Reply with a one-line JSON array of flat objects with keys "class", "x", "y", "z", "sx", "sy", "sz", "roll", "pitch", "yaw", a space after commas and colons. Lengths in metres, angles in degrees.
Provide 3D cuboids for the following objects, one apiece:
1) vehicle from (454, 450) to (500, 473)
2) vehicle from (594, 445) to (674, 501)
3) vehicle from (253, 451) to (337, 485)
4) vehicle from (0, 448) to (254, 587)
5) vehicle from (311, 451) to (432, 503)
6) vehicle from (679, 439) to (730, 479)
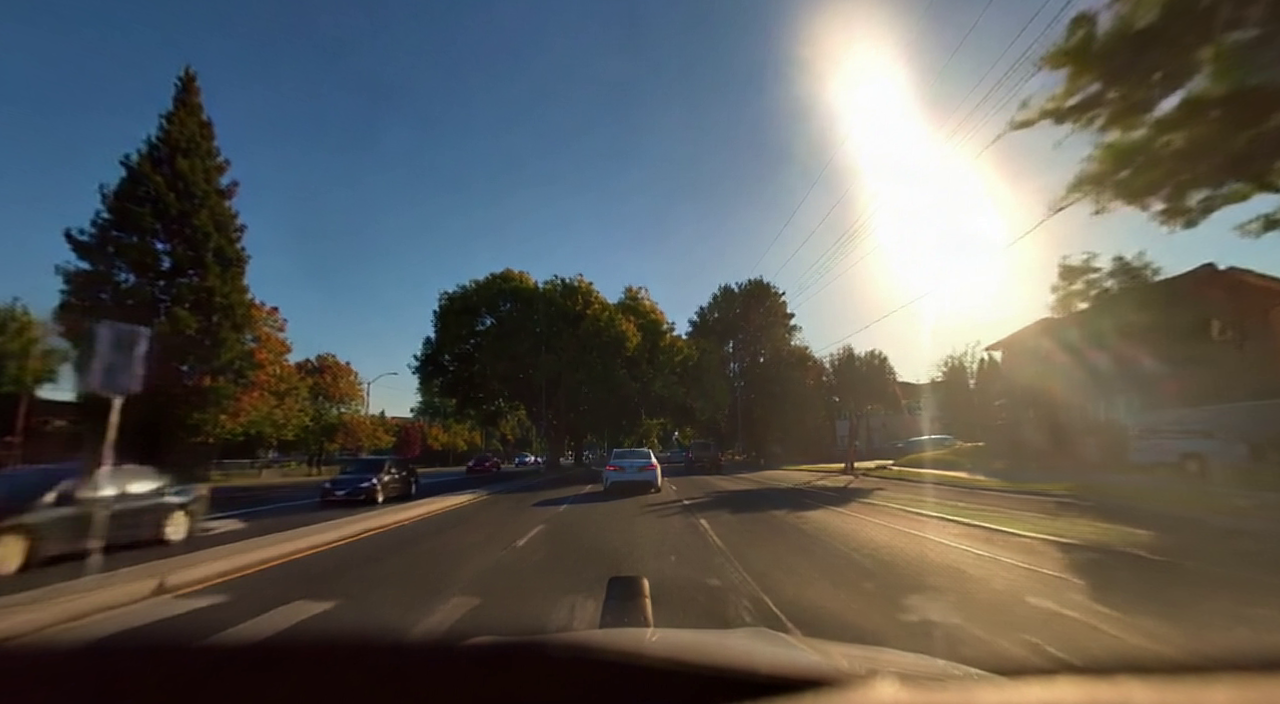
[{"class": "vehicle", "x": -11.471, "y": 7.716, "z": 44.691, "sx": 1.917, "sy": 1.488, "sz": 4.611, "roll": 0, "pitch": -8, "yaw": 1}, {"class": "vehicle", "x": -0.169, "y": 3.555, "z": 18.948, "sx": 2.140, "sy": 1.474, "sz": 4.026, "roll": 0, "pitch": -8, "yaw": 0}, {"class": "vehicle", "x": -18.652, "y": 6.279, "z": 34.342, "sx": 1.906, "sy": 1.655, "sz": 4.691, "roll": 0, "pitch": -8, "yaw": 1}, {"class": "vehicle", "x": -8.269, "y": 2.224, "z": 9.184, "sx": 2.121, "sy": 1.513, "sz": 4.832, "roll": -2, "pitch": -8, "yaw": 2}, {"class": "vehicle", "x": -8.721, "y": 4.068, "z": 20.969, "sx": 2.035, "sy": 1.463, "sz": 4.527, "roll": 0, "pitch": -8, "yaw": 0}, {"class": "vehicle", "x": 3.149, "y": 5.310, "z": 31.624, "sx": 2.073, "sy": 1.822, "sz": 4.276, "roll": 0, "pitch": -8, "yaw": -1}]
